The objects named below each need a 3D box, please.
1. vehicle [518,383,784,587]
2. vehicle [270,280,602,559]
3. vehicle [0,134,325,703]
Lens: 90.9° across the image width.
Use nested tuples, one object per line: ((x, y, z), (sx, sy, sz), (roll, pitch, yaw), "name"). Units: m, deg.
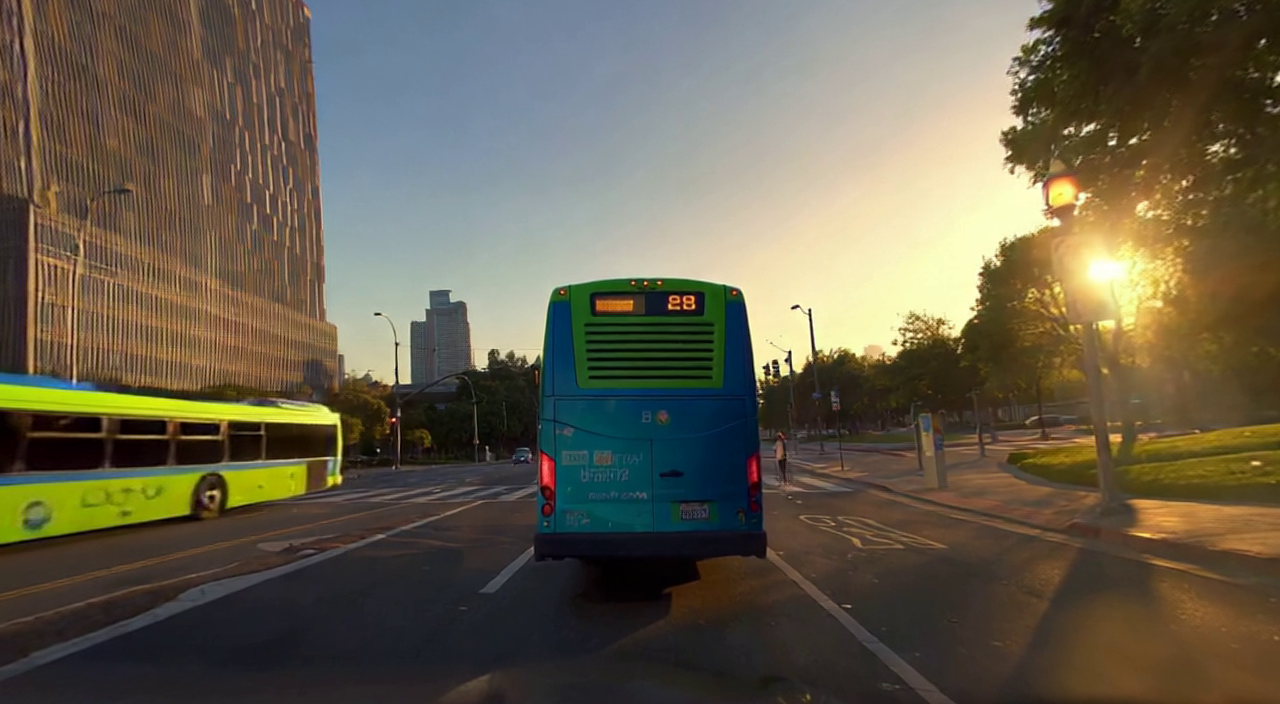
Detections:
((0.134, 1.581, 8.172), (2.500, 1.912, 4.270), (0, -9, 1), "vehicle")
((-2.896, 1.808, 14.596), (3.042, 3.445, 13.615), (0, -9, 1), "vehicle")
((-2.751, 0.316, 0.203), (2.329, 2.089, 5.659), (0, -9, 0), "vehicle")
